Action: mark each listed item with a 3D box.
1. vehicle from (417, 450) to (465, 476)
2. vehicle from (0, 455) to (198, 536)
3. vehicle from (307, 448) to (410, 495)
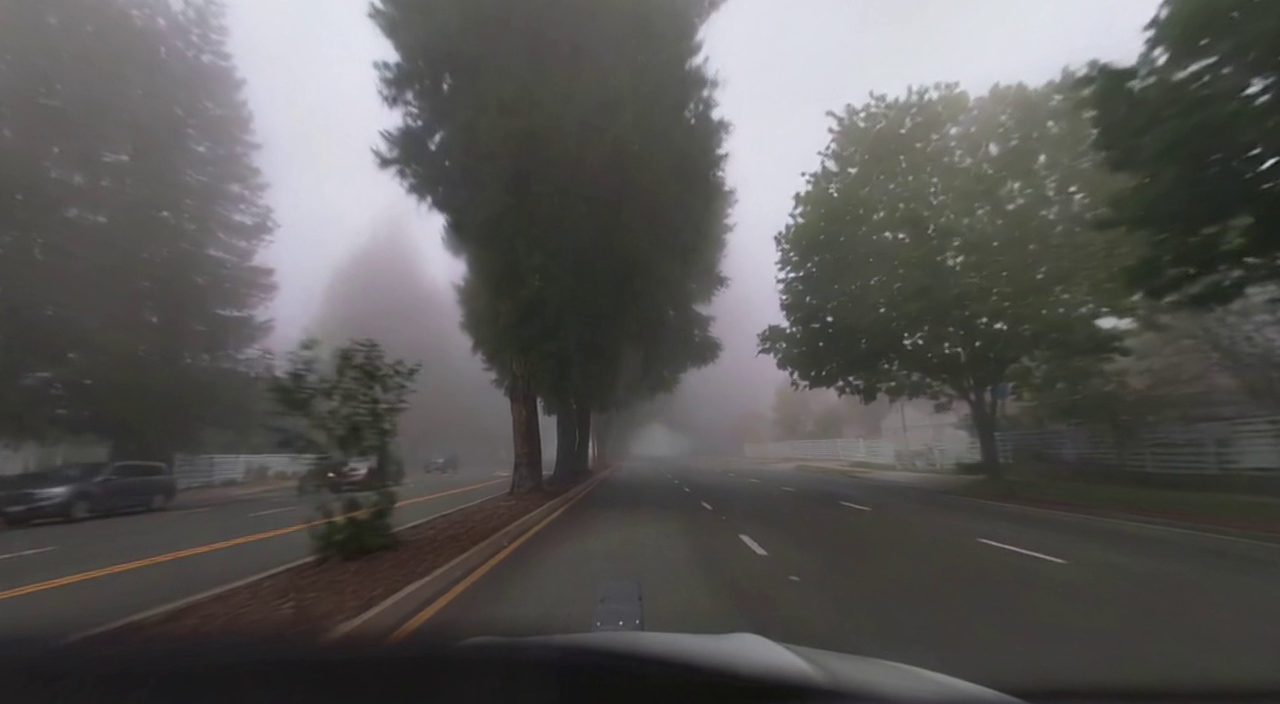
[{"bbox_3d":[-14.490,8.080,46.265,1.919,1.700,4.685,0,-8,1],"label":"vehicle"},{"bbox_3d":[-14.137,3.544,16.308,2.012,1.653,4.706,0,-8,0],"label":"vehicle"},{"bbox_3d":[-10.630,4.521,24.265,2.011,1.553,4.390,0,-8,-2],"label":"vehicle"}]
